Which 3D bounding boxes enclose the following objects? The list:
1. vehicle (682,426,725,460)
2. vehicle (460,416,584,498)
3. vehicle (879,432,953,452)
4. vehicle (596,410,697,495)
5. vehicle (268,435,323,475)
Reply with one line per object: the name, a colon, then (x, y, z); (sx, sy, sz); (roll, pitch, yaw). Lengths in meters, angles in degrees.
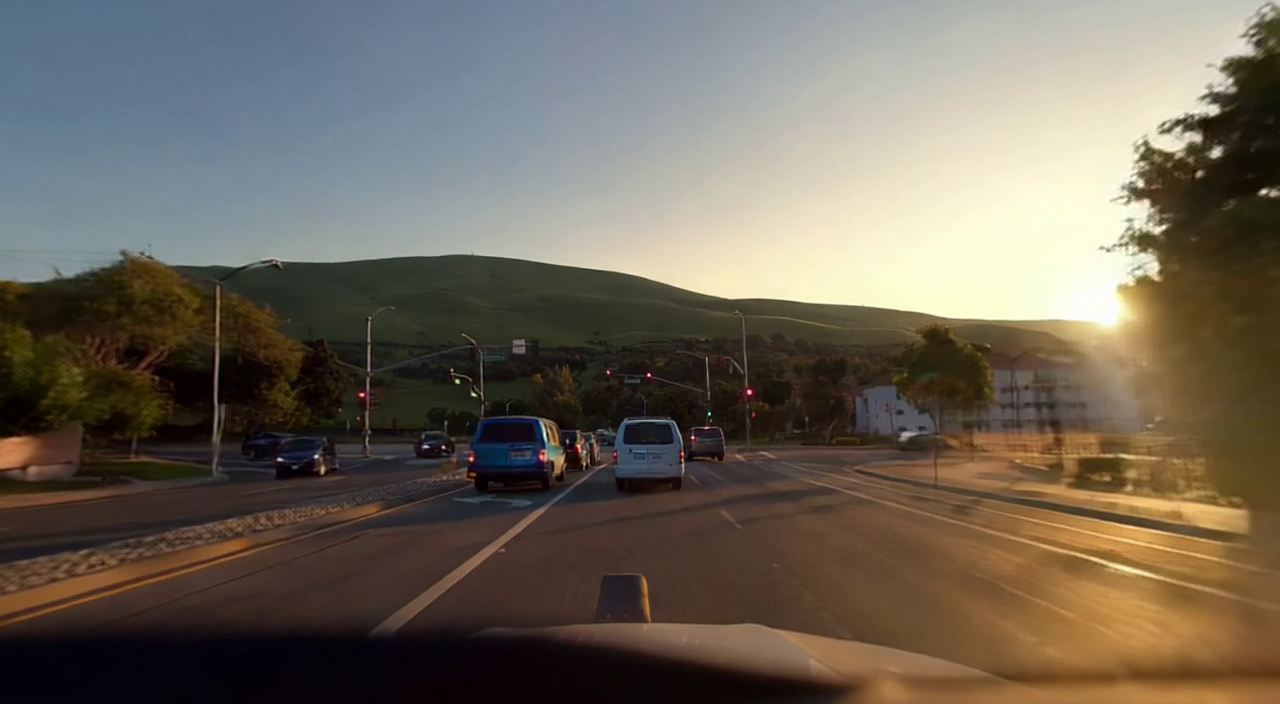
vehicle: (3.247, 4.736, 32.818); (1.817, 1.662, 3.843); (0, -8, -1)
vehicle: (-2.783, 2.640, 16.116); (2.131, 1.783, 4.540); (0, -8, 2)
vehicle: (21.605, 7.064, 49.451); (4.914, 1.470, 1.803); (0, -8, 2)
vehicle: (0.191, 2.514, 15.966); (2.185, 1.822, 4.391); (0, -8, 2)
vehicle: (-16.475, 4.884, 30.168); (2.053, 1.754, 4.717); (4, -9, -28)
